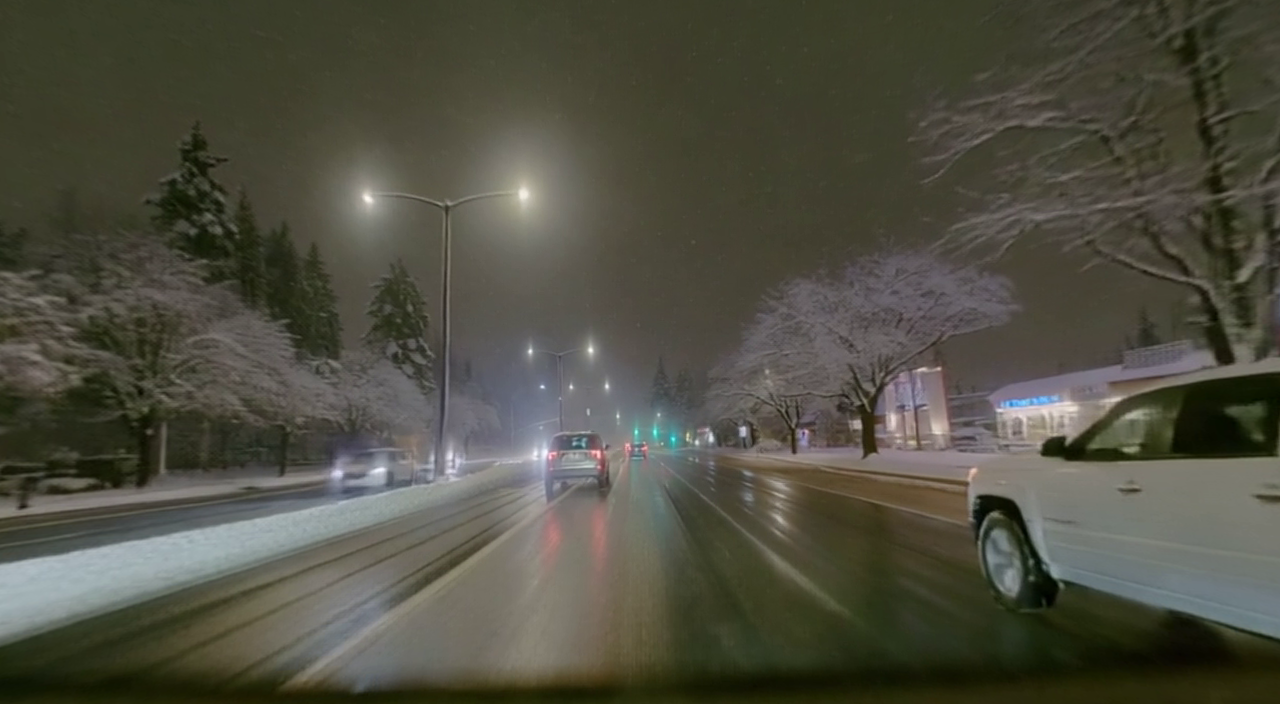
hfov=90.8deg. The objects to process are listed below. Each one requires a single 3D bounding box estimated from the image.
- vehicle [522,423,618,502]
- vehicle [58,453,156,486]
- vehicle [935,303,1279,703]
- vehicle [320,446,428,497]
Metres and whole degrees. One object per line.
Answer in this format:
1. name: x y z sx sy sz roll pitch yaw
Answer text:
1. vehicle: -1.829 3.030 17.786 2.300 1.870 4.936 0 -8 -3
2. vehicle: -28.478 6.258 33.837 3.590 1.477 1.837 -3 -8 0
3. vehicle: 3.497 0.747 2.633 2.238 1.767 4.563 0 -8 -1
4. vehicle: -8.989 4.033 21.739 2.001 1.579 3.930 0 -8 0
